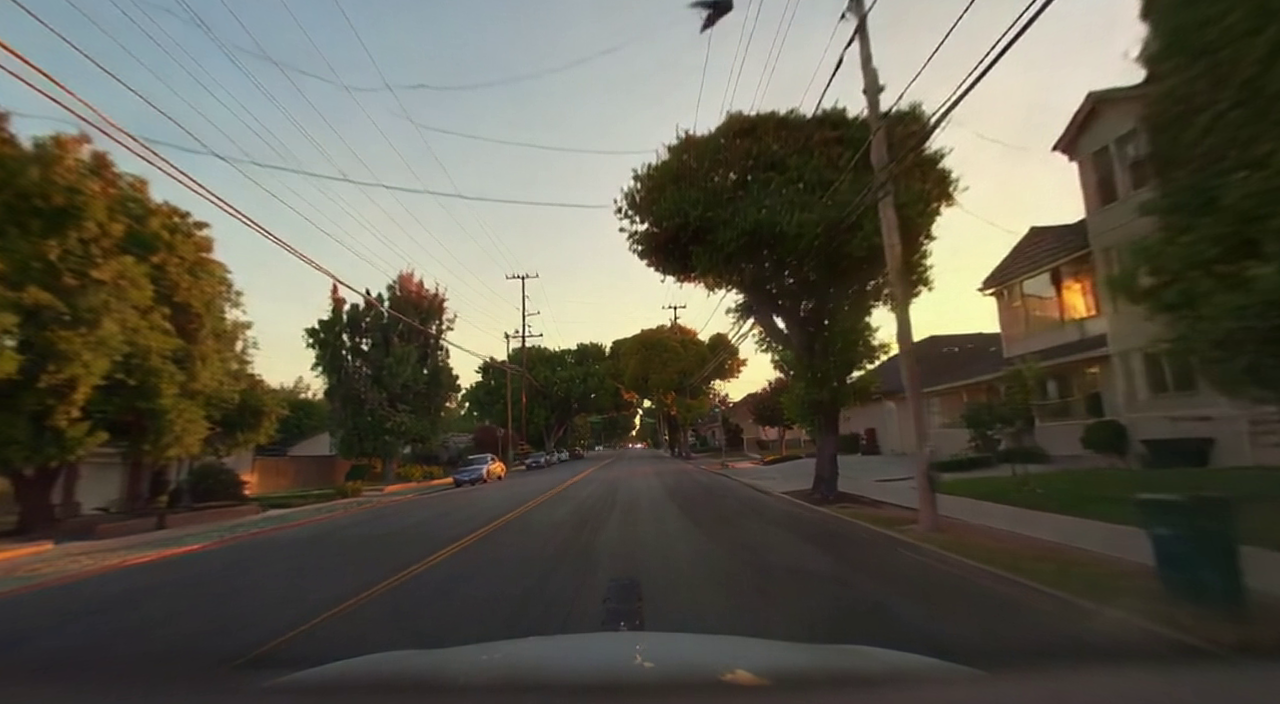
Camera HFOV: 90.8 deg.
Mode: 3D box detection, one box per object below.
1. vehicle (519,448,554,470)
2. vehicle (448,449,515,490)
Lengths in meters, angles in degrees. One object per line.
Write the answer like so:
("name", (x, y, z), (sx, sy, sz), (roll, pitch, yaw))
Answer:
("vehicle", (-7.746, 8.015, 47.449), (1.949, 1.512, 3.818), (0, -8, 0))
("vehicle", (-7.261, 5.390, 29.382), (1.869, 1.442, 4.344), (-9, -8, -1))
